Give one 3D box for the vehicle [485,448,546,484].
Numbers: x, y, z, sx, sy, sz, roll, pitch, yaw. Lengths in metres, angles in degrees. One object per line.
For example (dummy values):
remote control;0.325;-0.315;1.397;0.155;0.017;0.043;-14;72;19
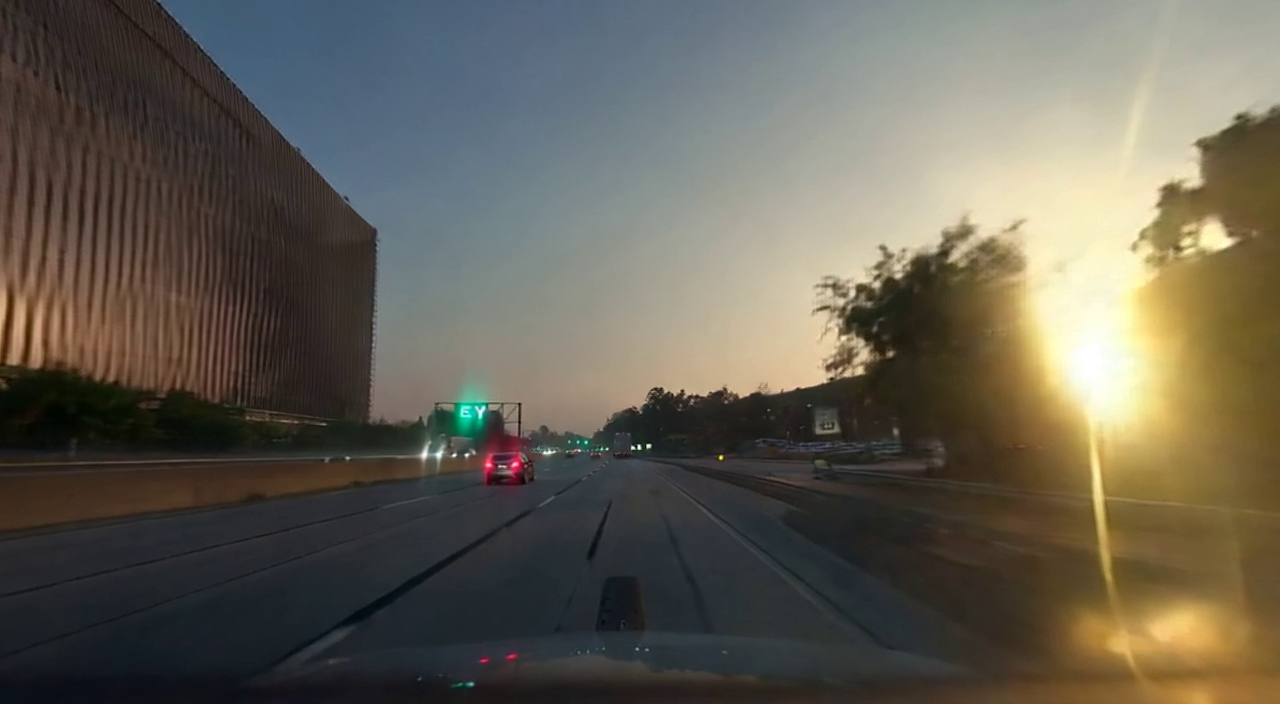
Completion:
vehicle;-5.678;5.234;29.245;1.943;1.510;4.201;0;-9;0
